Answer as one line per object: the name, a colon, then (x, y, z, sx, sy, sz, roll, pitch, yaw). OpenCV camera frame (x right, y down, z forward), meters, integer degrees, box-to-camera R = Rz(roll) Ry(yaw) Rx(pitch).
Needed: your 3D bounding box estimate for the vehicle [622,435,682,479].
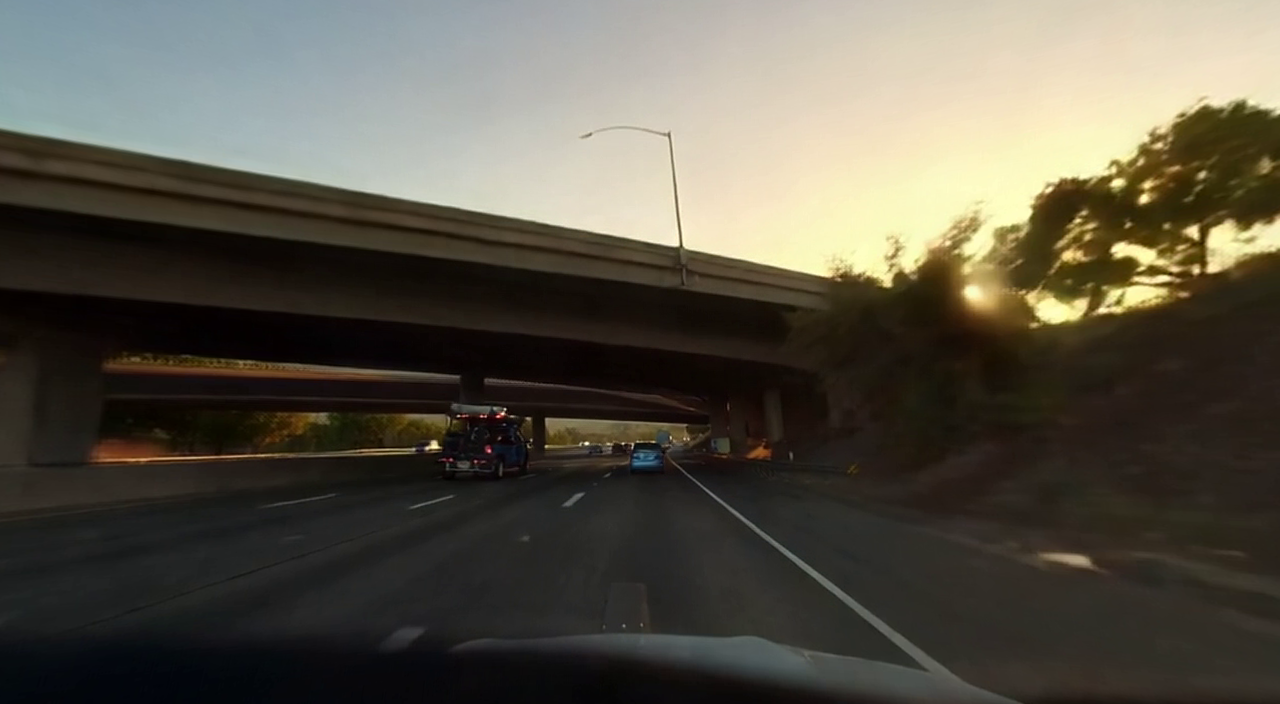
vehicle: (0.487, 4.392, 26.663, 2.336, 1.722, 4.212, 0, -8, 0)

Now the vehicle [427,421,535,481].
vehicle: (-6.573, 4.245, 27.312, 2.827, 2.236, 7.057, 0, -8, 0)
